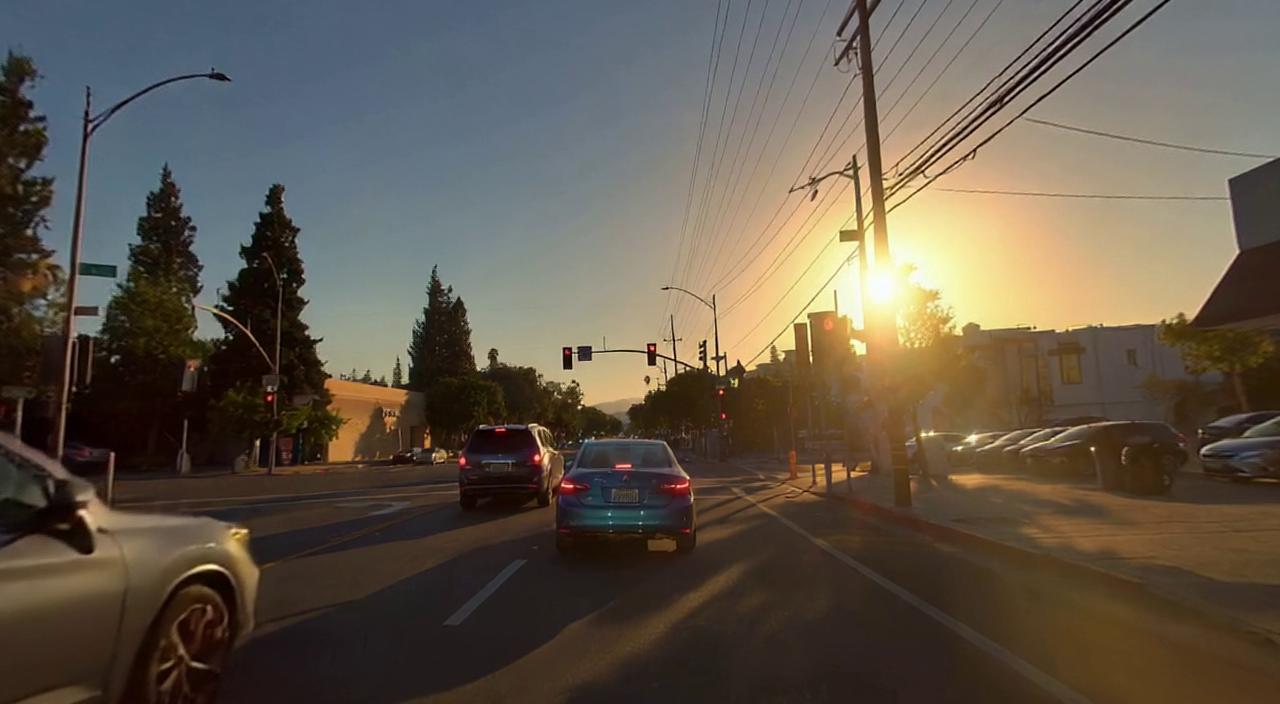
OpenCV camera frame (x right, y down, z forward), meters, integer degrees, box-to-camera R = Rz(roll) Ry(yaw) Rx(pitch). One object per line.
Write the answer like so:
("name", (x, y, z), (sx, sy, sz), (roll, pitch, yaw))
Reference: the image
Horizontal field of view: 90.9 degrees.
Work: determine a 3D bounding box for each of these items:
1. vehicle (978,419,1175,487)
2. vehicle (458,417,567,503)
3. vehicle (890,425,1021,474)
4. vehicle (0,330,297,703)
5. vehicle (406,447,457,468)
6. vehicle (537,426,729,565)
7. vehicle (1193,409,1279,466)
("vehicle", (10.530, 2.485, 15.710), (1.888, 1.455, 4.268), (0, -8, 1))
("vehicle", (-3.039, 2.674, 16.031), (2.106, 1.852, 4.512), (0, -8, -4))
("vehicle", (10.647, 3.342, 21.752), (1.842, 1.471, 4.481), (1, -8, -6))
("vehicle", (-2.892, 0.728, 1.468), (2.003, 1.681, 3.878), (0, -8, -1))
("vehicle", (-15.544, 7.799, 46.878), (2.111, 1.511, 4.641), (6, -10, -36))
("vehicle", (-0.154, 1.866, 9.004), (2.070, 1.481, 4.216), (0, -8, -2))
("vehicle", (18.724, 2.544, 18.707), (4.446, 1.511, 1.977), (4, -10, -29))
